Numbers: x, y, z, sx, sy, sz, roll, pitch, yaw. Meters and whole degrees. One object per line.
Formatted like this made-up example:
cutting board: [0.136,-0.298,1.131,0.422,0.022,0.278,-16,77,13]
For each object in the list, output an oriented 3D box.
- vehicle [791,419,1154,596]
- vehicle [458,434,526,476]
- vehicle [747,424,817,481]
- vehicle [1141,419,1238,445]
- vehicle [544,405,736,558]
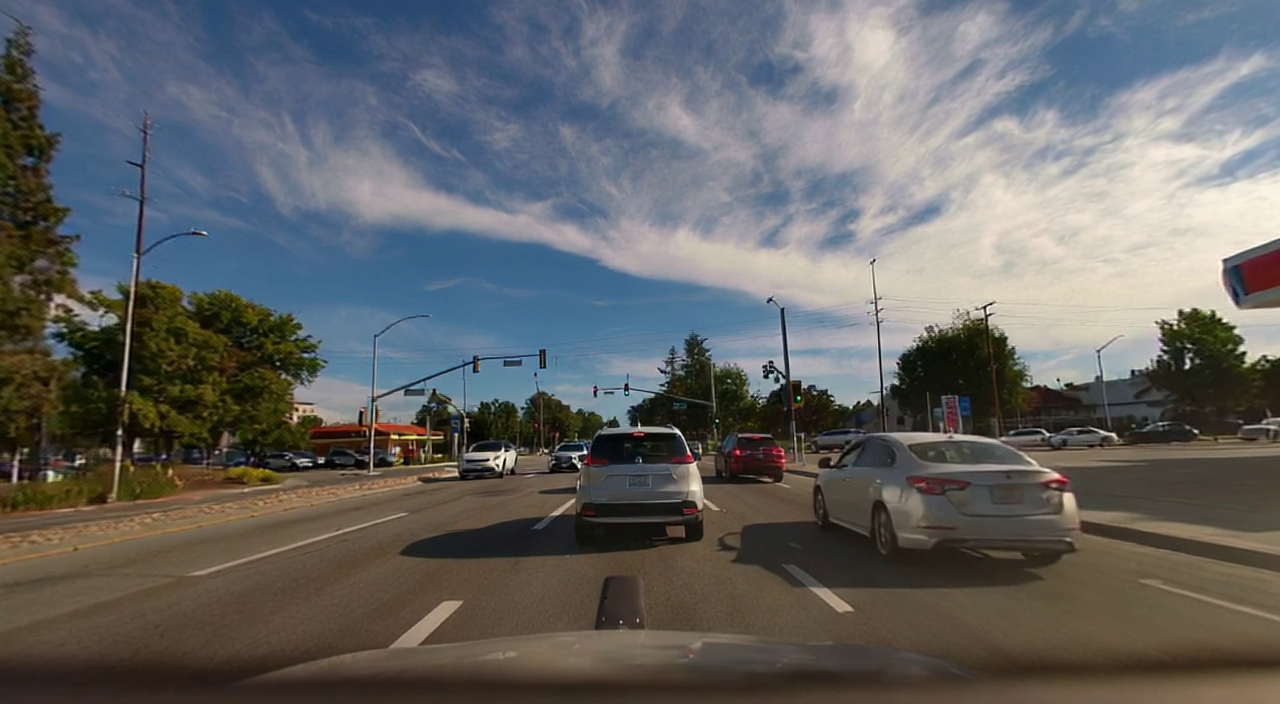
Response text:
vehicle: [3.347,1.632,7.575,1.904,1.472,4.358,0,-8,-1]
vehicle: [-6.421,4.534,27.969,1.994,1.695,4.471,0,-8,-1]
vehicle: [4.980,3.584,22.770,2.116,1.791,5.006,-1,-8,9]
vehicle: [39.747,5.846,45.812,4.834,1.808,2.006,-2,-8,10]
vehicle: [-0.061,1.746,9.158,2.164,1.718,3.881,0,-8,-2]
